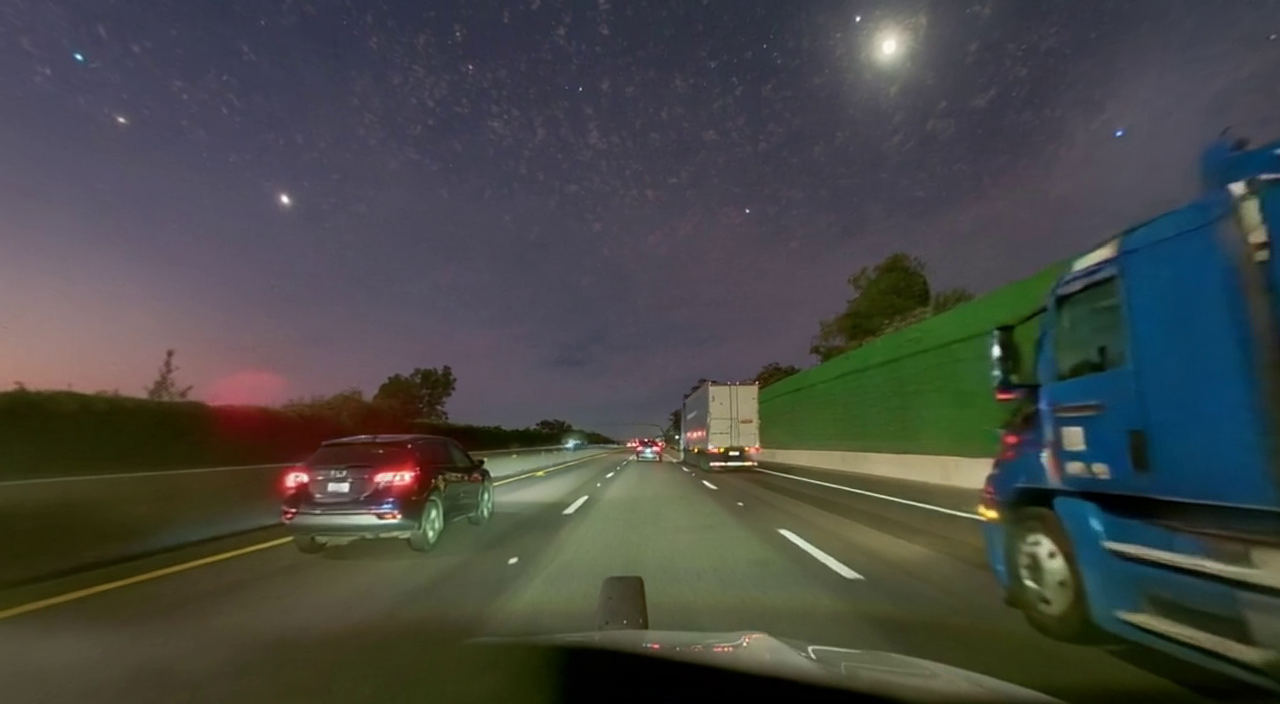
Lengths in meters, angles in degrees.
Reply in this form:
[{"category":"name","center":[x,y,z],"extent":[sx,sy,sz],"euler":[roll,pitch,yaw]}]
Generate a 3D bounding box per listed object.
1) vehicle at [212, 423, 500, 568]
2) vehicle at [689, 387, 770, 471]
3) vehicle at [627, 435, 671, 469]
[{"category":"vehicle","center":[-3.413,1.785,8.647],"extent":[1.988,1.488,4.113],"euler":[0,-8,1]},{"category":"vehicle","center":[4.950,4.782,38.150],"extent":[3.117,4.150,13.929],"euler":[0,-8,1]},{"category":"vehicle","center":[0.488,5.696,36.089],"extent":[2.389,1.760,4.473],"euler":[0,-8,0]}]
